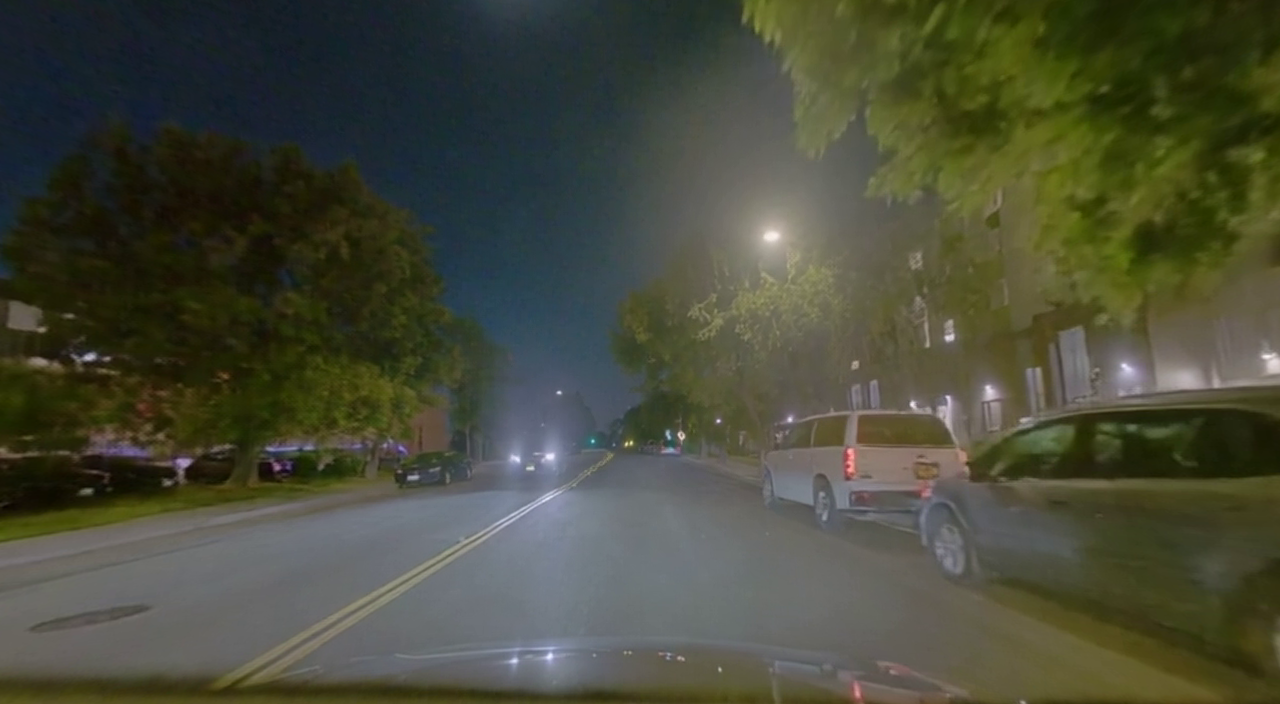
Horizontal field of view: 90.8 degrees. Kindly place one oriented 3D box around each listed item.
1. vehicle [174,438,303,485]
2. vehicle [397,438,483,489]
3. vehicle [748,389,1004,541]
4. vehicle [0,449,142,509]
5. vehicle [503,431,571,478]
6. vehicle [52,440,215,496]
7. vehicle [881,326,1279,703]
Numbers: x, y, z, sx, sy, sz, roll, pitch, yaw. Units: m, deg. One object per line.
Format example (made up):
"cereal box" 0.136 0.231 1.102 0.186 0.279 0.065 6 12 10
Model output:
"vehicle" -15.898 4.302 25.031 4.696 1.681 1.905 -4 -9 24
"vehicle" -7.449 4.164 23.942 1.928 1.537 4.439 -5 -8 -3
"vehicle" 3.614 1.883 11.093 2.393 2.012 5.060 0 -8 -2
"vehicle" -15.902 3.314 16.900 4.400 1.399 2.047 -4 -9 22
"vehicle" -4.150 4.223 26.238 2.088 1.772 4.375 0 -8 0
"vehicle" -15.926 3.597 19.869 4.394 1.577 2.006 -4 -9 22
"vehicle" 3.837 1.000 4.300 2.094 1.789 5.286 0 -8 -3
